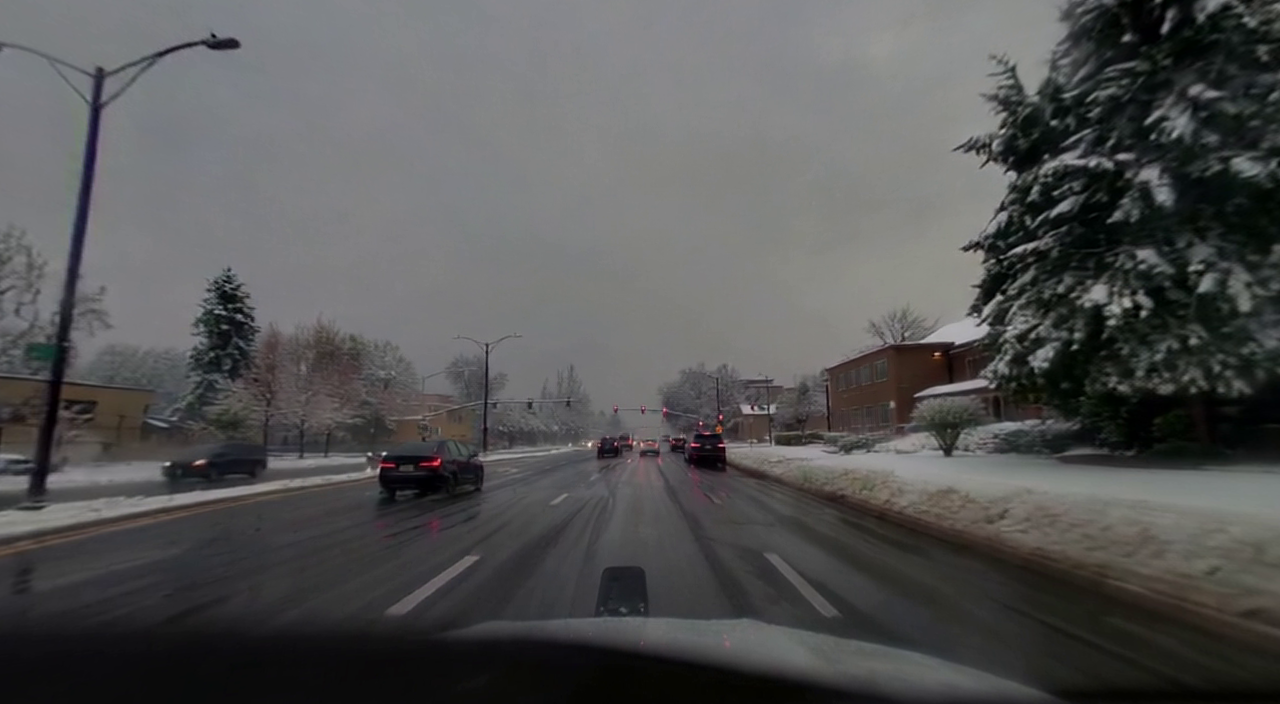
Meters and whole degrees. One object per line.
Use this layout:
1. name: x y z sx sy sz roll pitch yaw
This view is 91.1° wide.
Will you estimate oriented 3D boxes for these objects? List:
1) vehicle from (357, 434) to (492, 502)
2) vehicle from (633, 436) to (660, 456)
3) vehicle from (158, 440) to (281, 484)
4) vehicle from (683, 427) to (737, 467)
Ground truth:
1. vehicle: -5.250 2.875 16.057 1.926 1.465 4.620 1 -8 -2
2. vehicle: 0.483 7.208 48.013 2.021 1.461 3.862 0 -8 0
3. vehicle: -17.714 4.616 26.775 2.085 1.700 4.498 0 -8 0
4. vehicle: 3.484 4.854 32.175 2.141 1.833 4.704 0 -8 -1
